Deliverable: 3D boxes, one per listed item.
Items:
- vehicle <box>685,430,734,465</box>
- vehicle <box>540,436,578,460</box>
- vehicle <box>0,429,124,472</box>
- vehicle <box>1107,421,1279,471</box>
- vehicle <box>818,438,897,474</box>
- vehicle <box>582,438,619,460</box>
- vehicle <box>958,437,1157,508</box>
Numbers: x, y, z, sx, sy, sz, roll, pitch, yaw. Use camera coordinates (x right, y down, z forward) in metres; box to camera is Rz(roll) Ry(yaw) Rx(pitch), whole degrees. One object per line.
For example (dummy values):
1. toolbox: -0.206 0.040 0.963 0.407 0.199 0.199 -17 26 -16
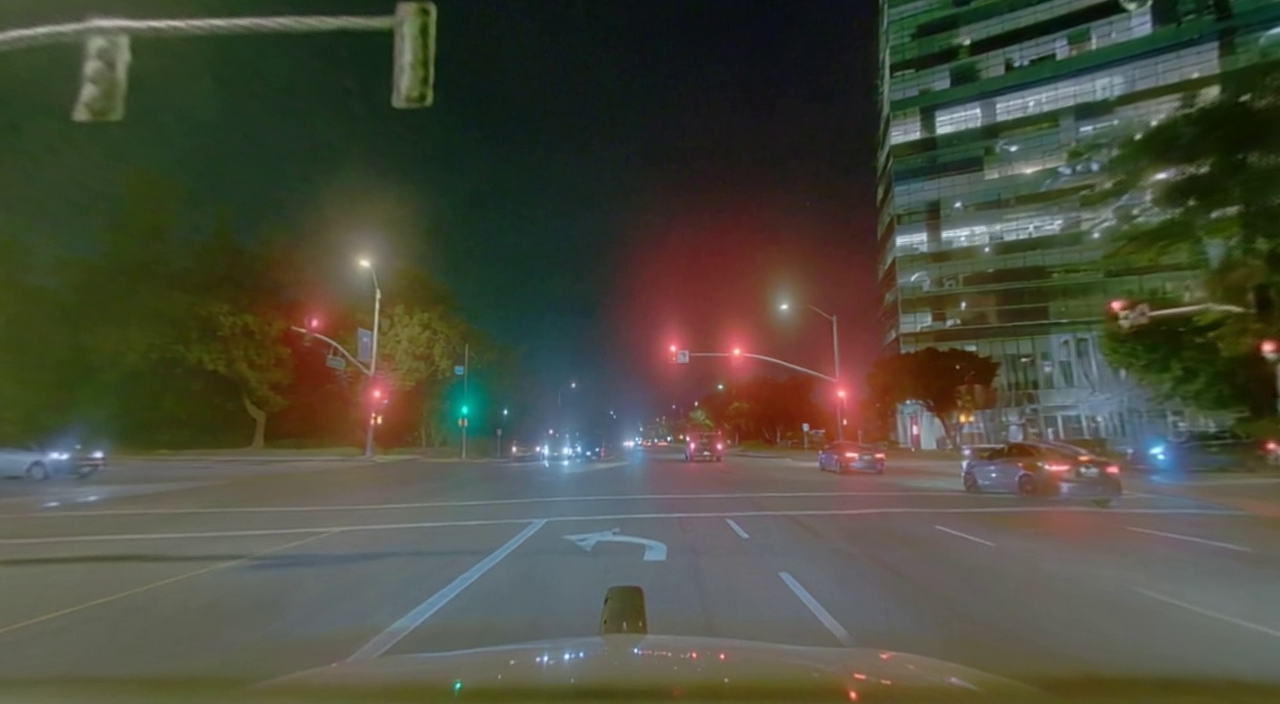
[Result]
1. vehicle: 3.713 5.237 34.392 2.203 1.801 4.331 0 -9 0
2. vehicle: -6.039 7.268 47.438 2.182 1.677 4.384 0 -9 2
3. vehicle: -22.945 3.745 23.868 4.856 1.528 2.053 -1 -9 1
4. vehicle: 23.996 4.026 26.748 6.170 1.978 2.399 0 -10 0
5. vehicle: 9.496 4.573 27.793 1.860 1.460 4.379 0 -9 -1
6. vehicle: -2.688 6.820 44.074 2.147 1.481 4.331 0 -9 2
7. vehicle: 9.877 2.857 15.376 1.896 1.463 4.296 0 -9 0
